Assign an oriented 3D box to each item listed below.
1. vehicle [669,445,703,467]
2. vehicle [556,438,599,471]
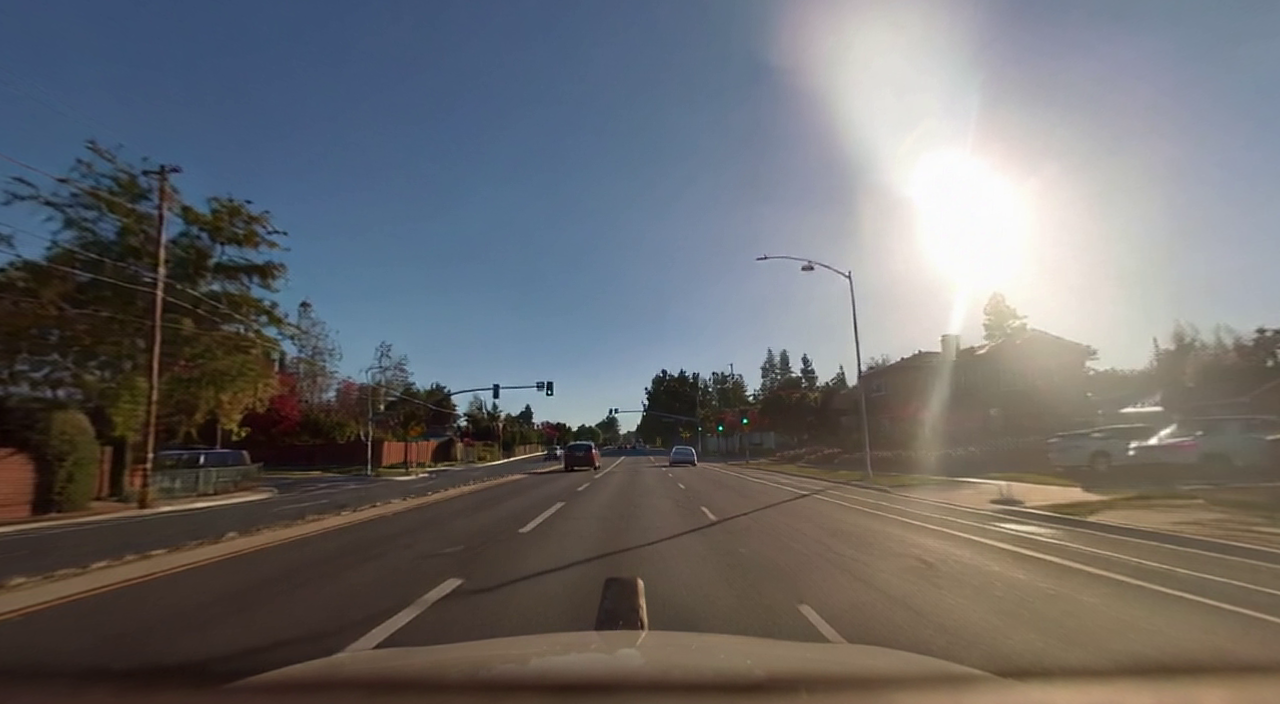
[{"bbox_3d":[3.274,7.518,45.819,2.105,1.490,4.008,0,-9,-1],"label":"vehicle"},{"bbox_3d":[-3.628,6.075,37.555,2.078,1.832,4.746,0,-9,0],"label":"vehicle"}]
